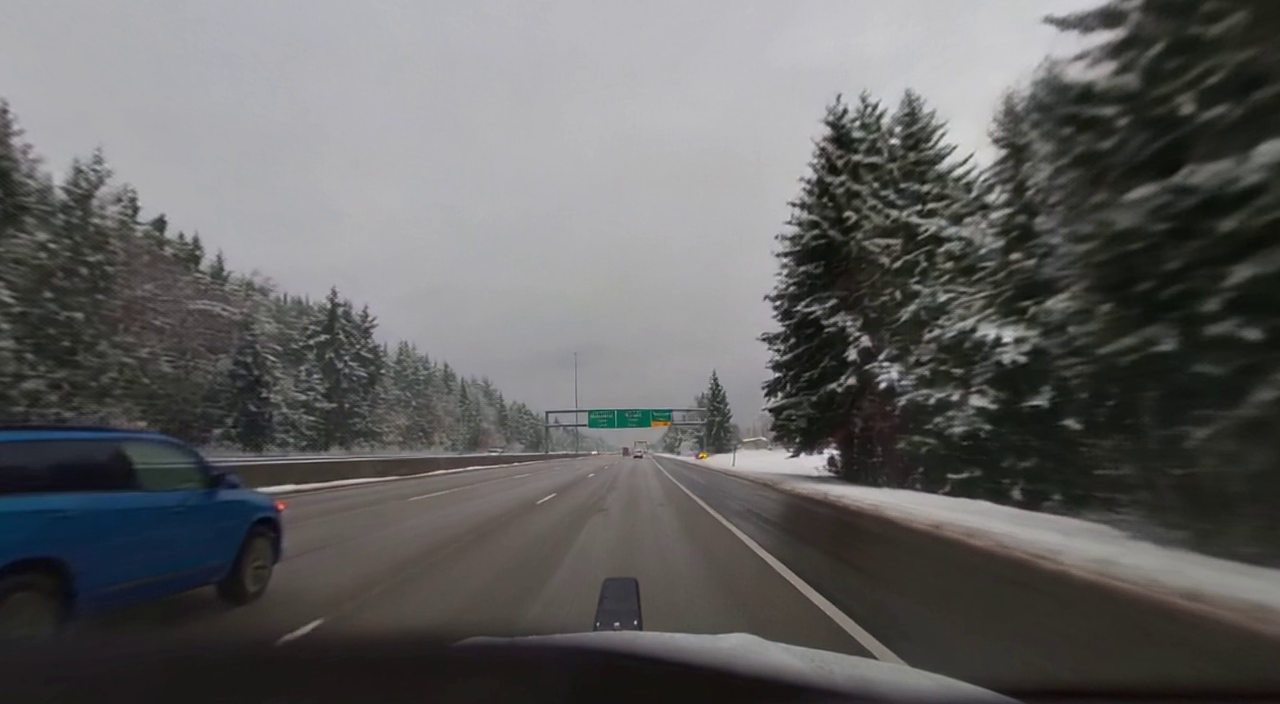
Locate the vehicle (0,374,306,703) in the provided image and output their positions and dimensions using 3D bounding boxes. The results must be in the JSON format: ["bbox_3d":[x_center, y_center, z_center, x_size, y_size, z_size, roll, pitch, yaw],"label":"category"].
[{"bbox_3d":[-3.880,0.980,3.099,2.104,1.626,4.283,0,-9,0],"label":"vehicle"}]
